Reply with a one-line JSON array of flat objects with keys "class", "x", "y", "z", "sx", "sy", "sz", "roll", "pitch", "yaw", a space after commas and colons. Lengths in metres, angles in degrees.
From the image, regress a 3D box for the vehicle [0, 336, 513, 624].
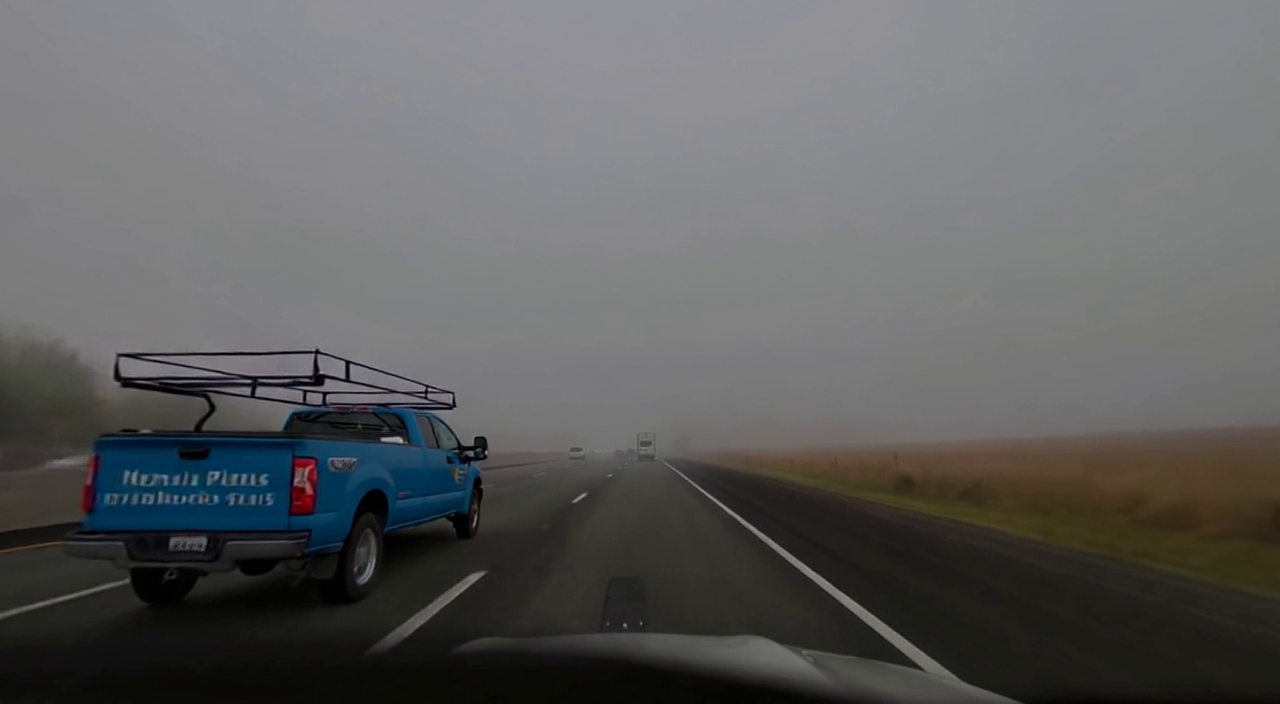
[{"class": "vehicle", "x": -3.859, "y": 1.517, "z": 8.551, "sx": 2.791, "sy": 2.330, "sz": 6.725, "roll": 0, "pitch": -8, "yaw": 1}]
